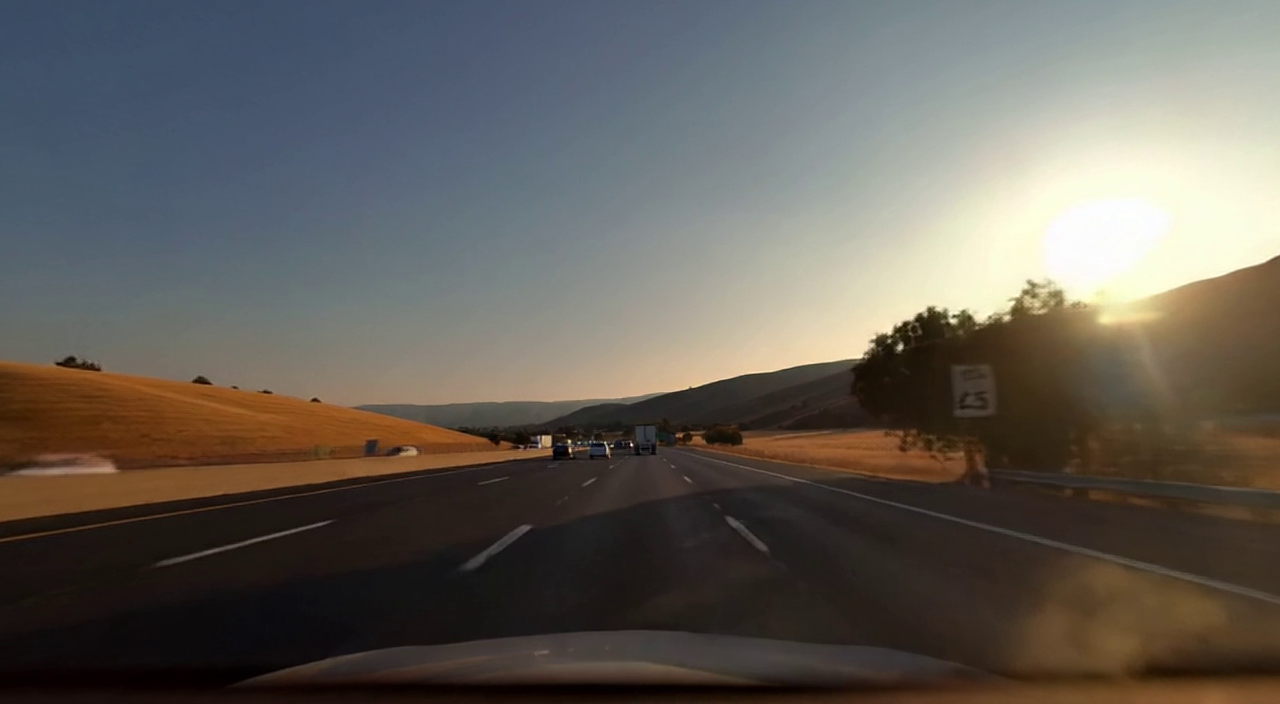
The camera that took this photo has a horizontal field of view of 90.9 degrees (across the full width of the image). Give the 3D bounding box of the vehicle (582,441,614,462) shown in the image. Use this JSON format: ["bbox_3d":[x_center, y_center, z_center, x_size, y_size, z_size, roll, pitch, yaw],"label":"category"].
[{"bbox_3d":[-3.197,7.677,48.803,2.042,1.532,4.396,0,-8,1],"label":"vehicle"}]

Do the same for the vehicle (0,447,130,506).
[{"bbox_3d":[-20.810,3.374,16.349,2.806,1.757,15.088,0,-8,0],"label":"vehicle"}]
